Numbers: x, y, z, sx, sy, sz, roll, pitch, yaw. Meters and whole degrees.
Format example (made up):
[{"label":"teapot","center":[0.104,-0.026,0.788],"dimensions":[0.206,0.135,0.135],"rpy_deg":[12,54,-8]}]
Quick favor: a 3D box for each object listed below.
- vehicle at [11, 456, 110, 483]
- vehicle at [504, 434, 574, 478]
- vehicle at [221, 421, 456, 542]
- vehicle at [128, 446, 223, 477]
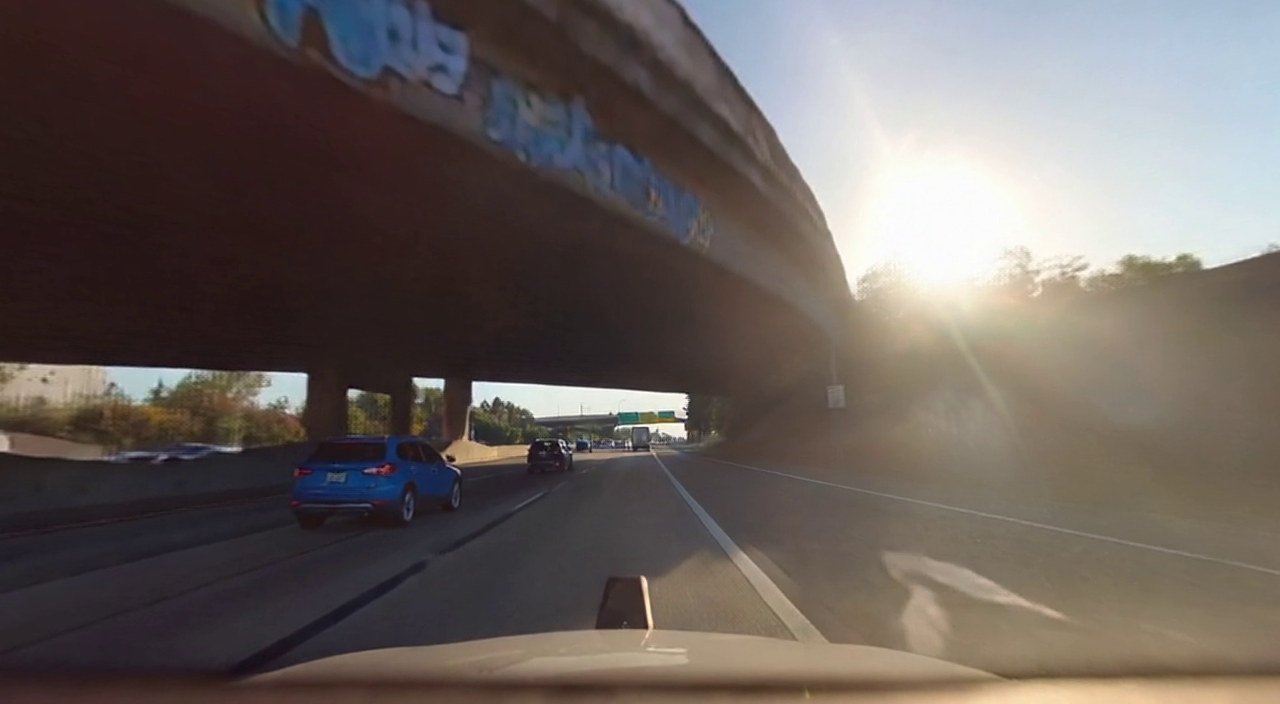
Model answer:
[{"label":"vehicle","center":[-36.567,7.417,39.828],"dimensions":[1.863,1.447,4.651],"rpy_deg":[0,-8,0]},{"label":"vehicle","center":[-4.096,4.316,26.340],"dimensions":[2.154,1.693,4.394],"rpy_deg":[0,-8,1]},{"label":"vehicle","center":[-4.706,2.060,10.607],"dimensions":[1.969,1.633,3.962],"rpy_deg":[0,-8,0]},{"label":"vehicle","center":[-24.853,5.850,33.813],"dimensions":[1.809,1.520,4.355],"rpy_deg":[0,-8,0]}]
